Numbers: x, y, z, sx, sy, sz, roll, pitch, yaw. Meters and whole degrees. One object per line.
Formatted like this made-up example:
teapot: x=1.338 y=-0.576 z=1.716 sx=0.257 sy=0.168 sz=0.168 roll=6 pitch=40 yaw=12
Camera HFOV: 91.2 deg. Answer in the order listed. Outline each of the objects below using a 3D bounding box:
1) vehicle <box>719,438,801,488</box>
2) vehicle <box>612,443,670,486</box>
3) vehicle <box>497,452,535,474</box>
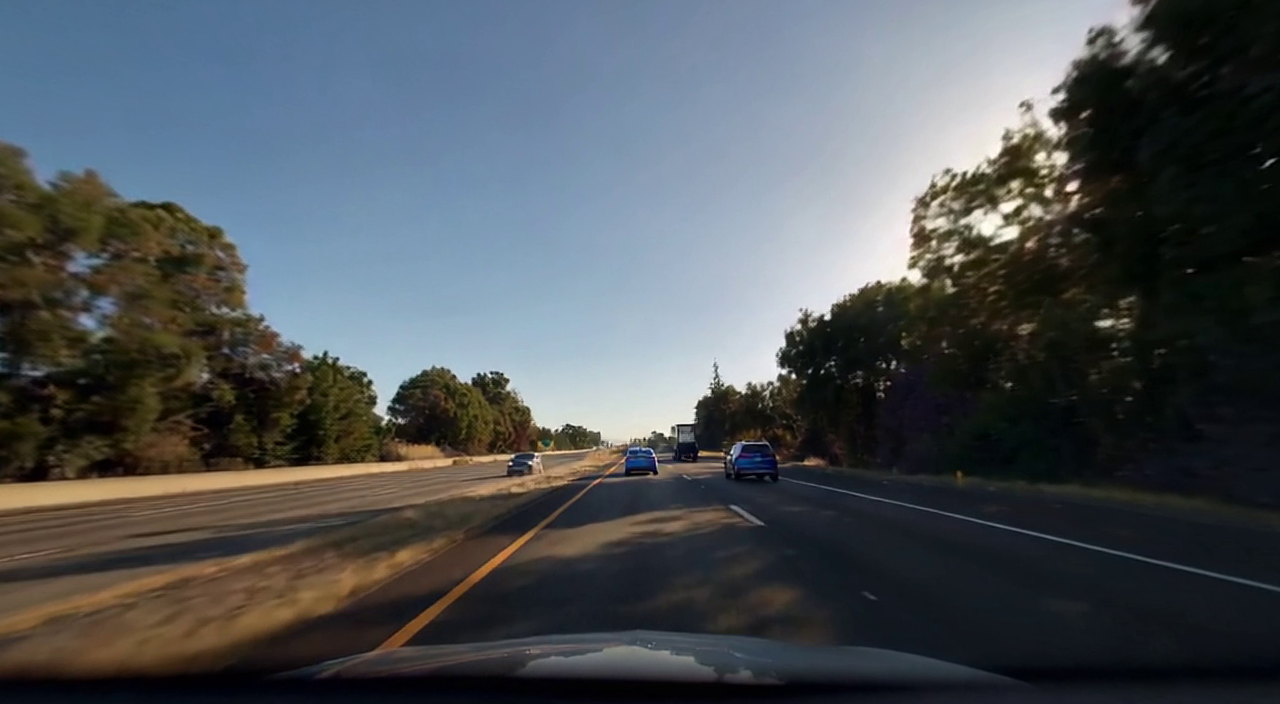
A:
vehicle: x=4.032 y=3.794 z=21.780 sx=1.953 sy=1.540 sz=4.101 roll=-1 pitch=-9 yaw=-1
vehicle: x=0.026 y=4.323 z=24.435 sx=2.066 sy=1.490 sz=3.759 roll=-1 pitch=-9 yaw=0
vehicle: x=-9.338 y=8.364 z=47.430 sx=1.912 sy=1.503 sz=4.270 roll=-1 pitch=-9 yaw=1
